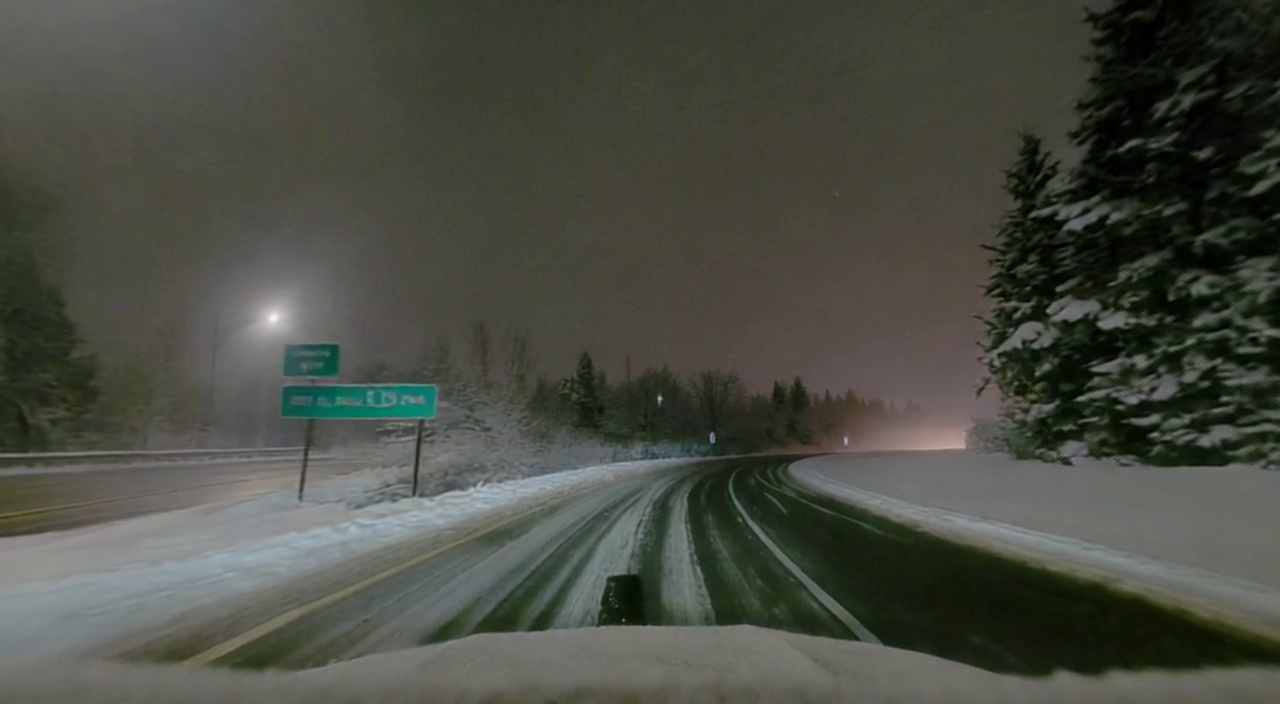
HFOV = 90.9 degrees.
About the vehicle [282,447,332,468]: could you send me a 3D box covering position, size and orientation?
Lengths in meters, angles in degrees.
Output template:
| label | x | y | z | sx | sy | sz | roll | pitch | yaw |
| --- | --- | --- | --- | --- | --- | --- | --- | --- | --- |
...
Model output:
| label | x | y | z | sx | sy | sz | roll | pitch | yaw |
| --- | --- | --- | --- | --- | --- | --- | --- | --- | --- |
| vehicle | -25.105 | 7.966 | 47.725 | 2.044 | 1.492 | 4.665 | 2 | -9 | -12 |
